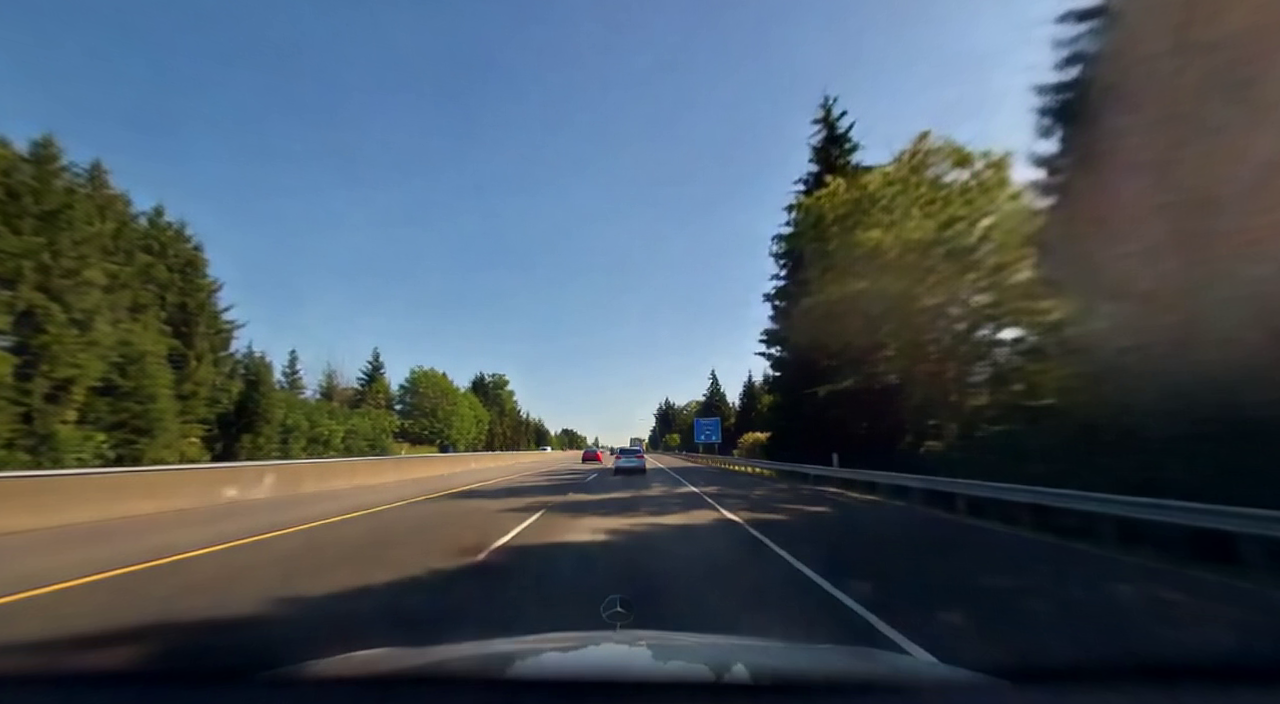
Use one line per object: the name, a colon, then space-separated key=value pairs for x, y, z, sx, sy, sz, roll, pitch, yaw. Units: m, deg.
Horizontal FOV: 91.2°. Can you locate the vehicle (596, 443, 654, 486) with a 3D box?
vehicle: x=-0.557 y=4.340 z=24.400 sx=2.066 sy=1.490 sz=3.759 roll=-1 pitch=-9 yaw=0
